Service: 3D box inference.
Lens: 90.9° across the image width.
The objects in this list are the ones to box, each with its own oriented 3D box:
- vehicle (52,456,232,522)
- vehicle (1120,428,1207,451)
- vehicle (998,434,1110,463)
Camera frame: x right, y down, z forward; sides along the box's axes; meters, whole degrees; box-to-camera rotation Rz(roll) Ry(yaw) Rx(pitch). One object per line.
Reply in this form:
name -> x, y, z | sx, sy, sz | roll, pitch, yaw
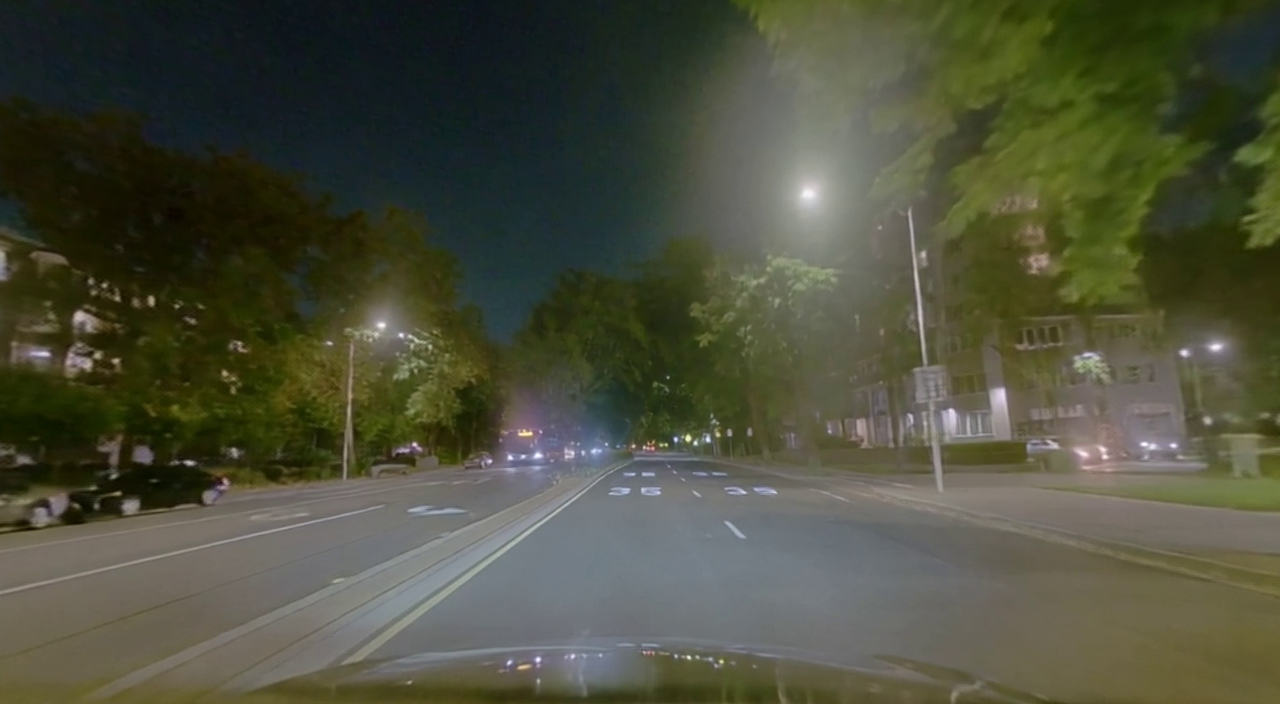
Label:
vehicle -> -14.078, 3.847, 18.175 | 1.816, 1.567, 3.957 | -1, -8, 3
vehicle -> 40.092, 6.720, 48.331 | 4.836, 1.711, 2.192 | 0, -8, -4
vehicle -> 21.342, 5.002, 32.633 | 4.404, 1.440, 1.900 | 0, -8, 2
